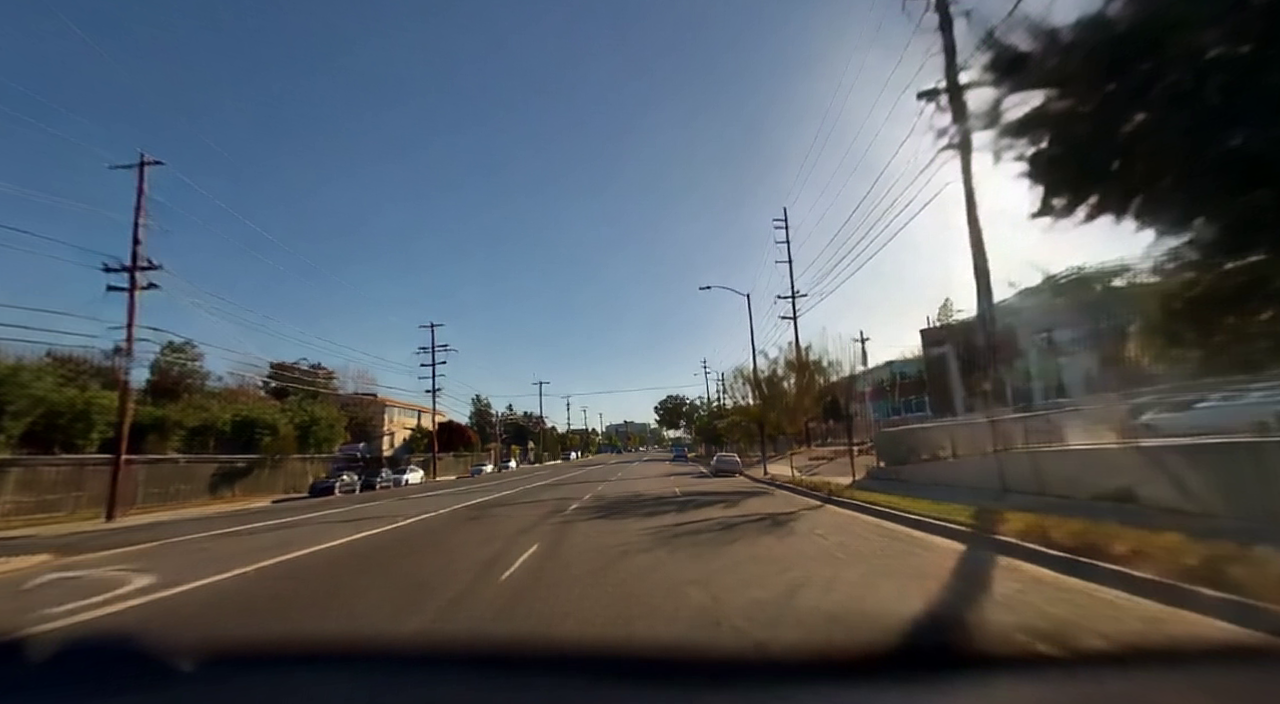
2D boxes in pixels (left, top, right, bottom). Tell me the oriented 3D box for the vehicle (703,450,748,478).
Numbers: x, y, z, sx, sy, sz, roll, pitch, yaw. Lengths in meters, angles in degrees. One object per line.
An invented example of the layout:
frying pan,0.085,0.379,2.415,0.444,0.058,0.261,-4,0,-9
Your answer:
vehicle,4.830,6.405,36.400,2.002,1.459,4.357,-1,-8,0

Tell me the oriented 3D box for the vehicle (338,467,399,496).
vehicle,-17.020,8.106,39.900,1.845,1.450,4.457,-6,-10,-1

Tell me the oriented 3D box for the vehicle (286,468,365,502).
vehicle,-17.065,7.222,34.591,1.892,1.515,4.622,-6,-10,1

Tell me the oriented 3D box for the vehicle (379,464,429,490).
vehicle,-16.912,8.959,45.497,1.852,1.551,4.276,-6,-10,0

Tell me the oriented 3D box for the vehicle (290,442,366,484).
vehicle,-24.313,8.678,49.441,4.857,2.616,2.616,-3,-10,-16
